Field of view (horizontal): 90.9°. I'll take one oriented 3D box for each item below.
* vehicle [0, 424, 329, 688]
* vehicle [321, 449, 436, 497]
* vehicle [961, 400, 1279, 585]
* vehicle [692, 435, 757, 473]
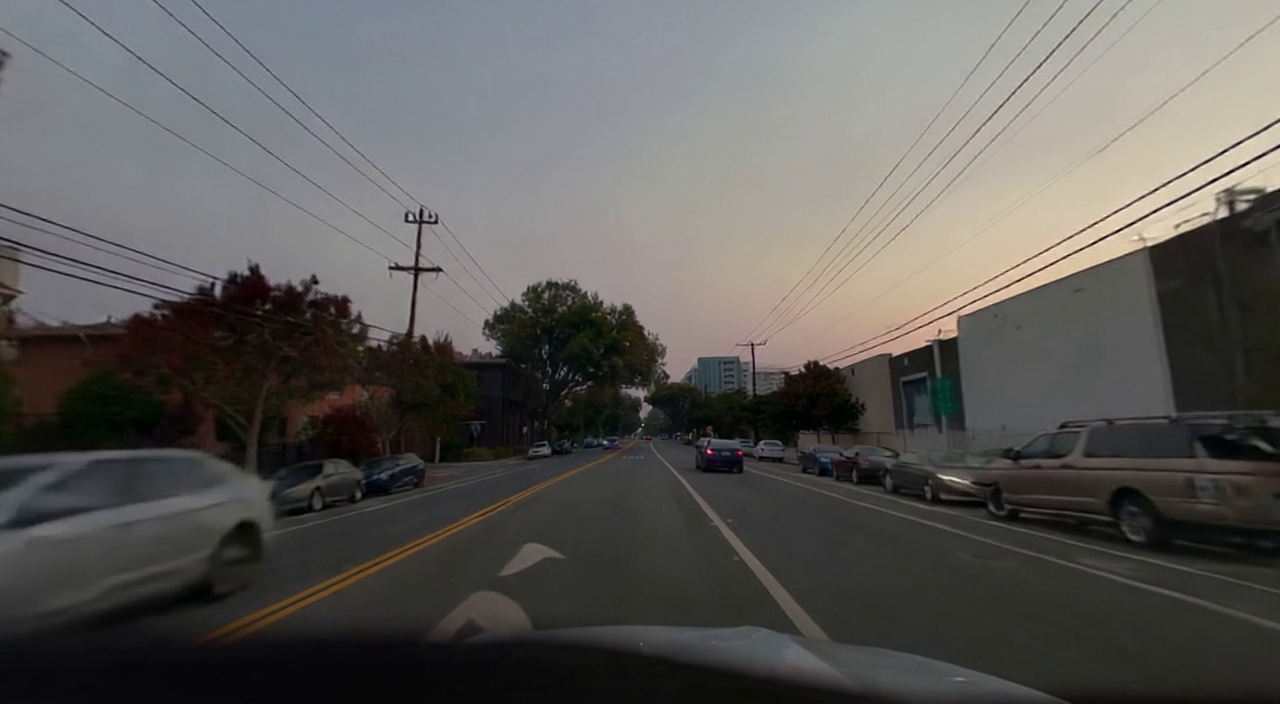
[{"bbox_3d":[-4.881,1.506,5.639,2.010,1.588,4.186,0,-8,1],"label":"vehicle"},{"bbox_3d":[-9.253,4.280,22.827,2.117,1.474,4.740,0,-8,0],"label":"vehicle"},{"bbox_3d":[7.667,1.910,9.729,2.250,1.935,6.052,0,-8,0],"label":"vehicle"},{"bbox_3d":[3.582,4.420,27.595,2.059,1.489,4.629,0,-8,-1],"label":"vehicle"}]
